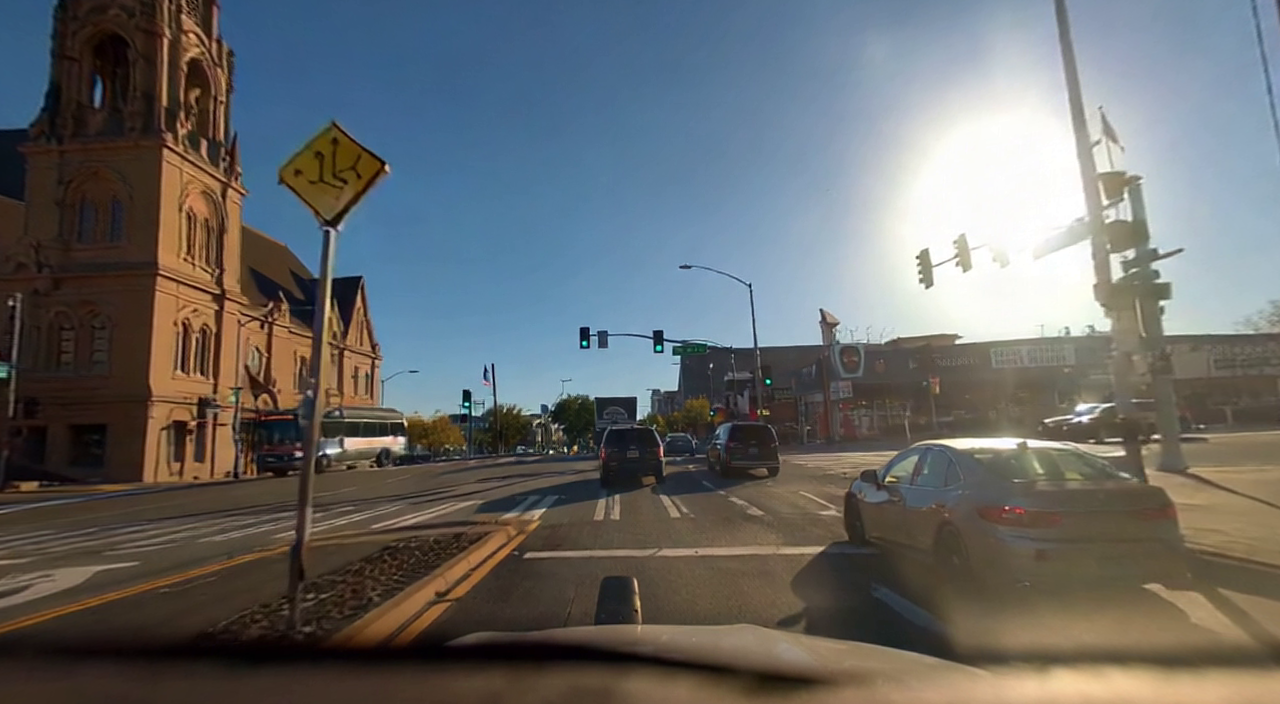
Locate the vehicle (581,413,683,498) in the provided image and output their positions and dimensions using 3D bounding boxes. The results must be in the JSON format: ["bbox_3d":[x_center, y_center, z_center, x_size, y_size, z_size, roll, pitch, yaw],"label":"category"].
[{"bbox_3d":[-0.290,2.504,15.572,2.168,1.776,4.135,0,-8,-3],"label":"vehicle"}]

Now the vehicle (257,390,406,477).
[{"bbox_3d":[-15.157,4.213,32.154,3.126,3.773,8.662,0,-8,0],"label":"vehicle"}]

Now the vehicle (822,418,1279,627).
[{"bbox_3d":[3.610,1.539,6.794,1.883,1.472,4.471,0,-8,-1],"label":"vehicle"}]

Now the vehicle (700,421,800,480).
[{"bbox_3d":[3.022,2.812,18.261,1.890,1.491,4.166,1,-8,-4],"label":"vehicle"}]
